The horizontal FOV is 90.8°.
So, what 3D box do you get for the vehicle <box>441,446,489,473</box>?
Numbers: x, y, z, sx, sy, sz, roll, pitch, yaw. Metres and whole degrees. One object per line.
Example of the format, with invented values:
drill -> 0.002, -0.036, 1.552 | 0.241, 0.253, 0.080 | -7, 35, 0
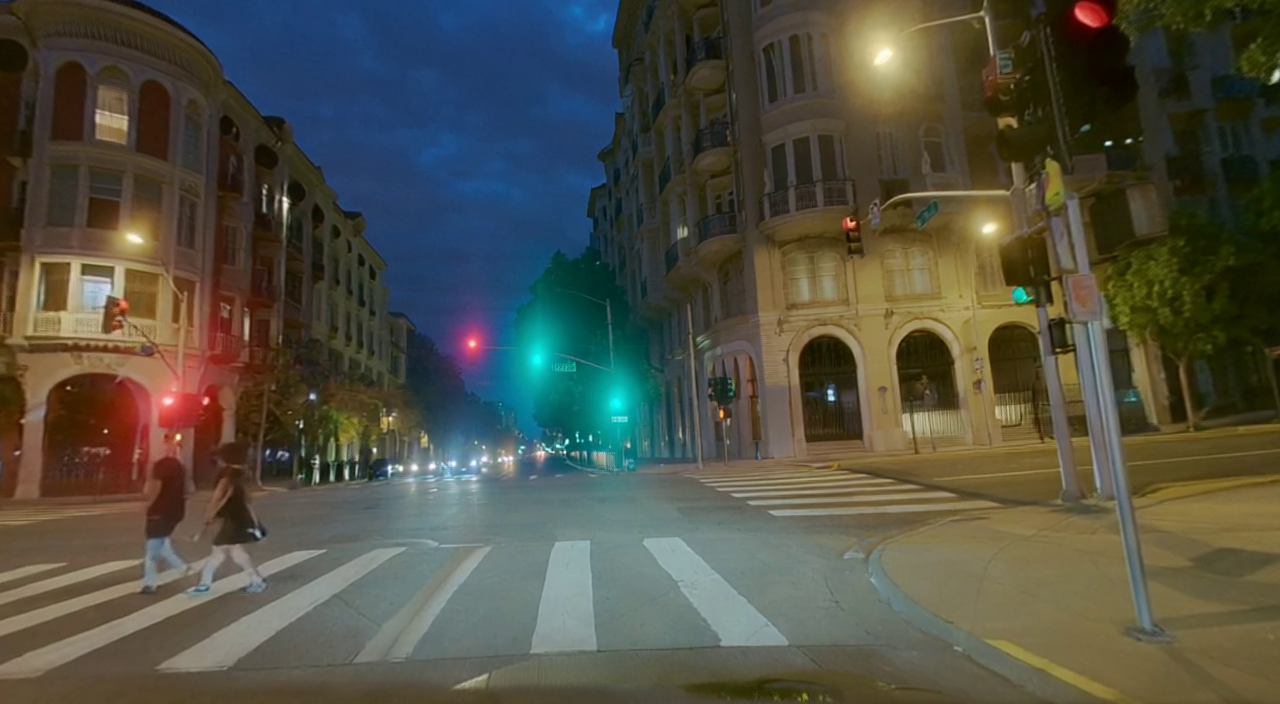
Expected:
vehicle -> -10.462, 6.461, 38.134 | 2.196, 1.503, 4.371 | 1, -8, -8
